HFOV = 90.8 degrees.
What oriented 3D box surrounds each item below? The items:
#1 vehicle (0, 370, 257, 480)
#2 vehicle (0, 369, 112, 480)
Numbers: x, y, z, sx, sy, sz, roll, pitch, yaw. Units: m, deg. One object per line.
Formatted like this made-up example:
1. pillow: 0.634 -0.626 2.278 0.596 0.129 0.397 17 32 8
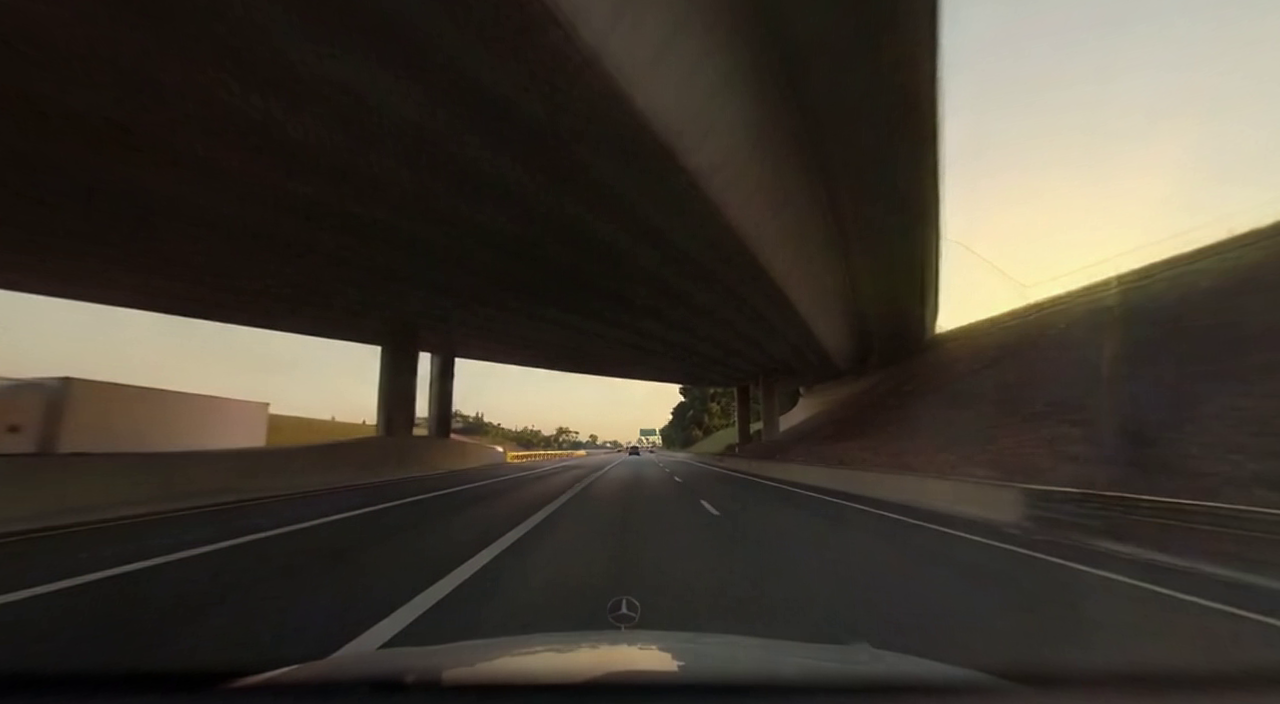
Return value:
1. vehicle: -24.530 3.792 30.475 3.072 4.067 14.457 0 -9 0
2. vehicle: -24.465 2.794 23.783 3.209 3.947 6.545 0 -9 0
